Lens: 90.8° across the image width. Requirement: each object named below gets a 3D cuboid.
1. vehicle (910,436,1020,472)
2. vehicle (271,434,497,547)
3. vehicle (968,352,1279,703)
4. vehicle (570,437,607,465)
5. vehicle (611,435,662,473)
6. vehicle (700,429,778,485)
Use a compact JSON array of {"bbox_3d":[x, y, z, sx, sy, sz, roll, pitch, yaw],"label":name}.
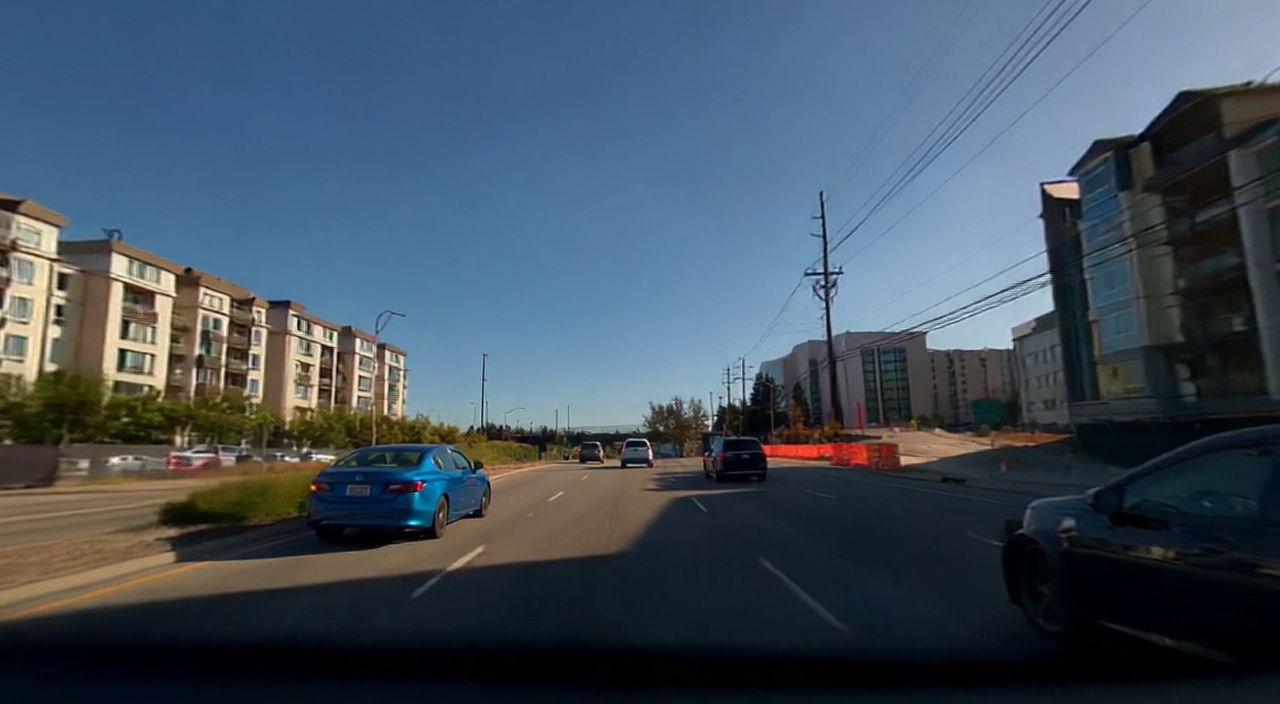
[{"bbox_3d":[16.300,5.090,31.767,4.594,1.664,2.036,-6,-10,34],"label":"vehicle"},{"bbox_3d":[-3.849,2.140,10.468,1.968,1.473,4.209,0,-8,0],"label":"vehicle"},{"bbox_3d":[3.212,0.809,2.210,1.975,1.598,4.025,0,-8,1],"label":"vehicle"},{"bbox_3d":[-3.524,6.864,44.107,2.190,1.832,4.417,0,-8,1],"label":"vehicle"},{"bbox_3d":[-0.178,4.959,30.944,2.291,1.714,4.217,0,-8,0],"label":"vehicle"},{"bbox_3d":[3.428,3.716,22.679,2.029,1.797,4.218,0,-8,-1],"label":"vehicle"}]
